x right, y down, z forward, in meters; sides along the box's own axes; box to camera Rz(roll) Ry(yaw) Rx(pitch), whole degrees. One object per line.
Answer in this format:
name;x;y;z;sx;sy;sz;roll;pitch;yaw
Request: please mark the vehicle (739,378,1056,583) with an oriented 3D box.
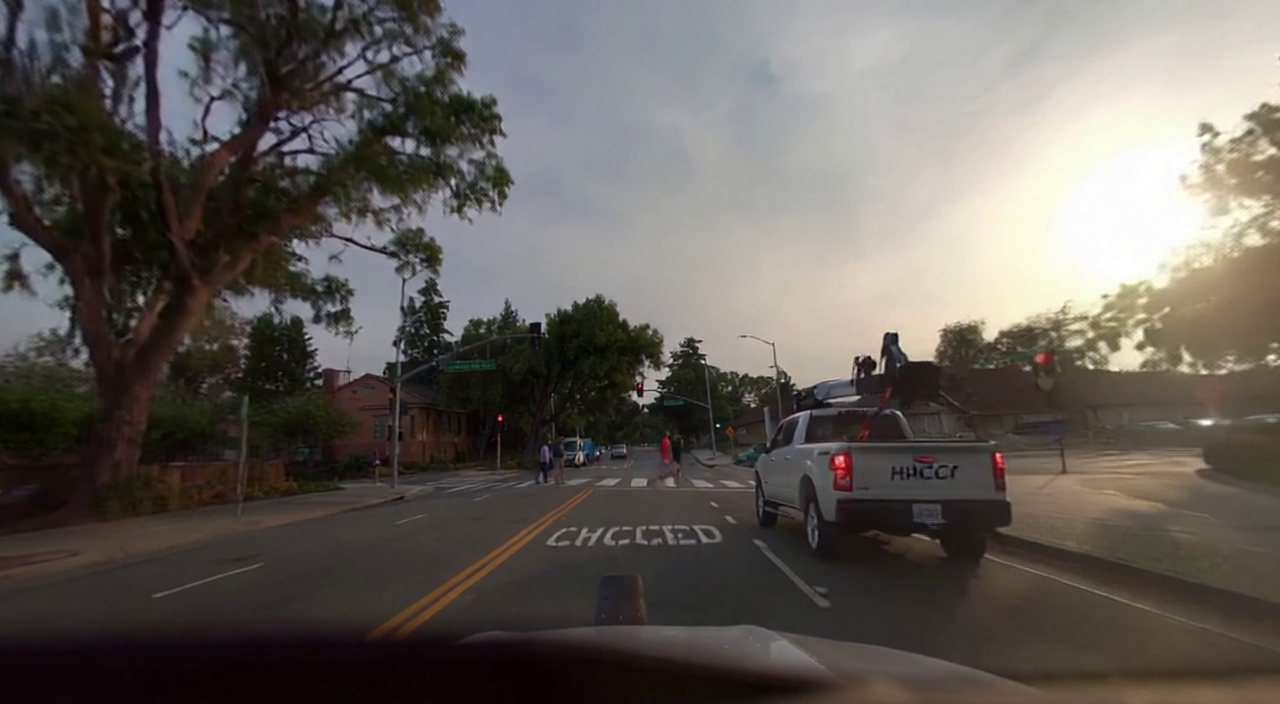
vehicle;2.982;1.673;9.053;2.177;2.015;5.463;0;-9;0
